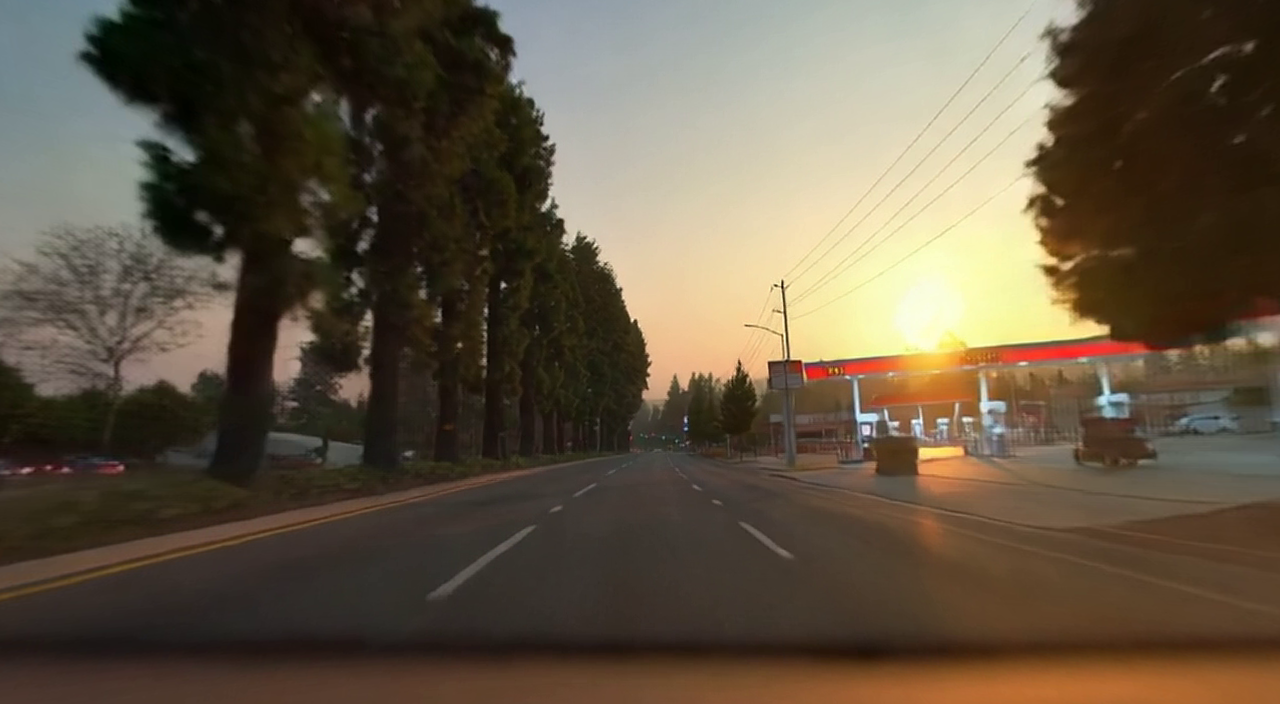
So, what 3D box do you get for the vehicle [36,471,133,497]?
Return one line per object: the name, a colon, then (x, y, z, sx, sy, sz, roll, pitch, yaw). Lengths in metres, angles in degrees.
vehicle: (-37.345, 8.889, 42.630, 1.964, 1.445, 4.518, -3, -9, 13)
